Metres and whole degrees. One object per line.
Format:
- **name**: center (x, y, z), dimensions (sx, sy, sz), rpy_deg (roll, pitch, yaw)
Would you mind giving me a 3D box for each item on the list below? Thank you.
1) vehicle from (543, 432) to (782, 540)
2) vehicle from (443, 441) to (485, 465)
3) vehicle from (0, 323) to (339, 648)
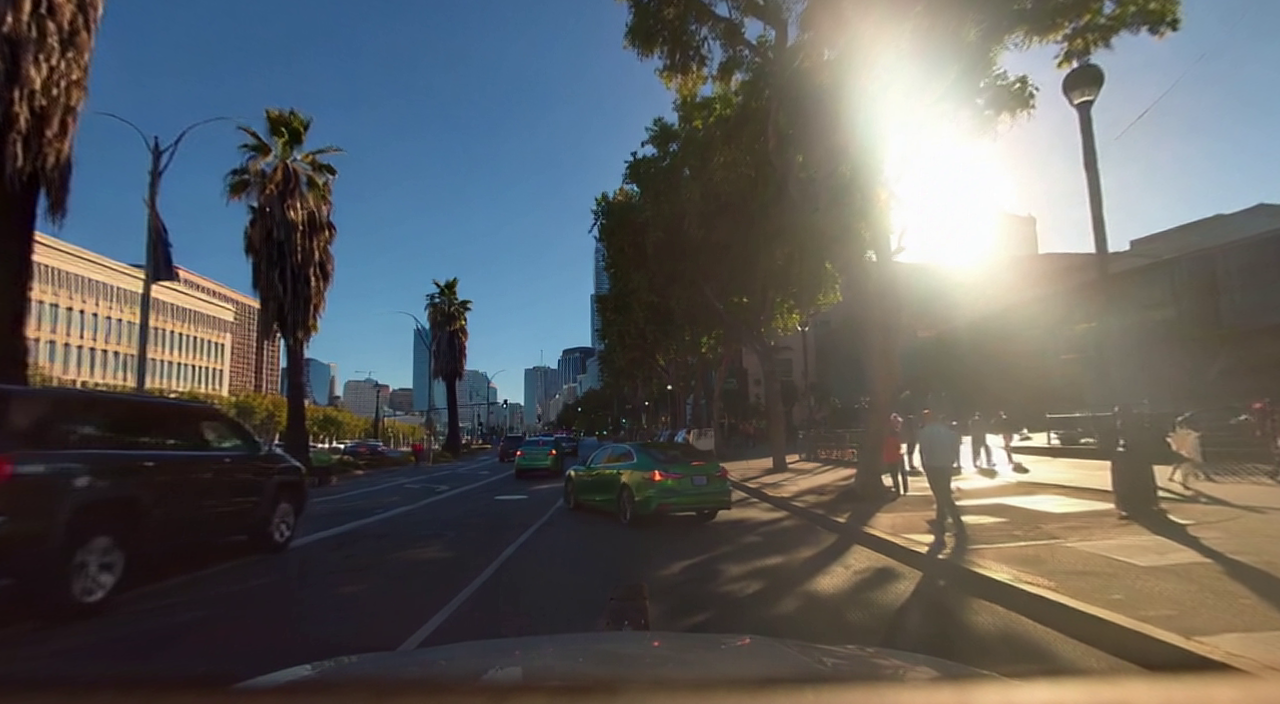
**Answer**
- **vehicle**: center (0.113, 2.220, 11.186), dimensions (1.930, 1.477, 4.657), rpy_deg (5, -10, -31)
- **vehicle**: center (-11.920, 6.867, 42.997), dimensions (1.930, 1.583, 4.423), rpy_deg (0, -9, -5)
- **vehicle**: center (-5.296, 1.199, 6.258), dimensions (2.164, 2.047, 5.455), rpy_deg (0, -9, -3)
